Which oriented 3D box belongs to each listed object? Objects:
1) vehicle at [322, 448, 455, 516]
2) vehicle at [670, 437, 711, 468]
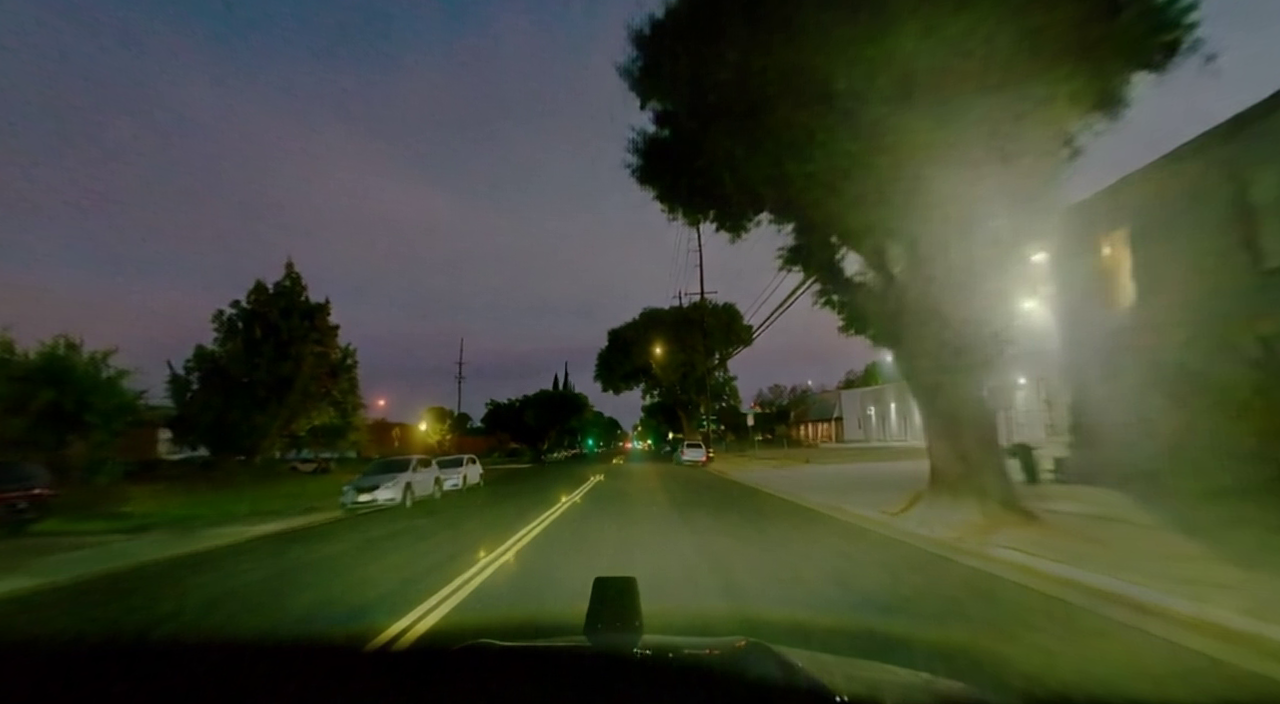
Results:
[{"bbox_3d":[-6.669,3.452,17.314,1.887,1.460,4.444,-4,-8,-1],"label":"vehicle"},{"bbox_3d":[3.103,6.341,40.116,2.138,1.820,5.218,0,-8,0],"label":"vehicle"}]
